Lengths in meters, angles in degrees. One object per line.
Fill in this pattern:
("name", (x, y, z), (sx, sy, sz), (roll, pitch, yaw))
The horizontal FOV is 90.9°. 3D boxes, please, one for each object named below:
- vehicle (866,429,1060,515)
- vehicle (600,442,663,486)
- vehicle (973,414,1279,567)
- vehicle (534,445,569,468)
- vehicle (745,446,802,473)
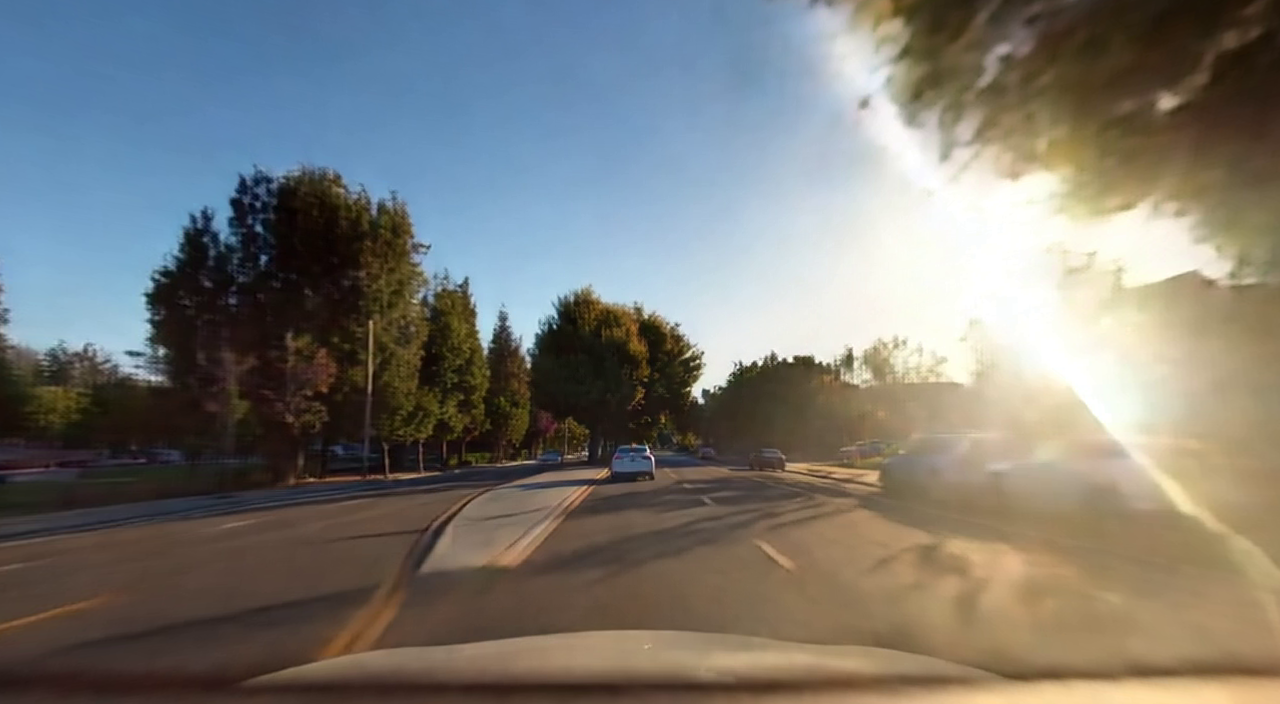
("vehicle", (7.725, 2.910, 15.857), (2.064, 1.792, 5.053), (0, -9, -2))
("vehicle", (-0.306, 4.122, 23.493), (2.099, 1.470, 4.302), (0, -9, 0))
("vehicle", (7.894, 2.043, 10.139), (2.185, 1.818, 5.038), (0, -9, -2))
("vehicle", (-6.790, 8.077, 48.886), (2.083, 1.646, 4.293), (0, -9, 1))
("vehicle", (7.766, 6.310, 37.158), (2.131, 1.474, 4.752), (0, -9, -2))
